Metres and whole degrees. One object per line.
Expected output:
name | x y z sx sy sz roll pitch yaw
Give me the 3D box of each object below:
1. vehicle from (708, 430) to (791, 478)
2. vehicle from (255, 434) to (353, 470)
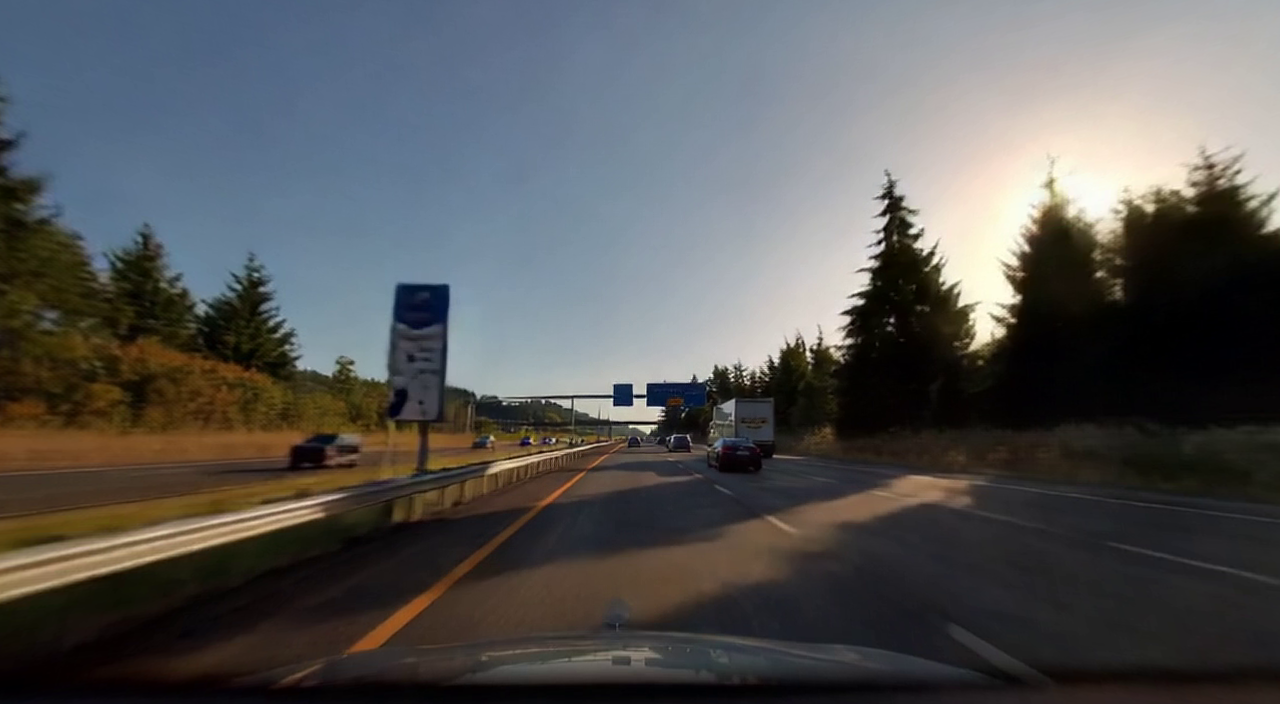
vehicle | 3.766 3.593 22.614 1.986 1.501 4.529 0 -8 -2
vehicle | -15.438 4.601 29.287 1.876 1.505 4.819 0 -8 0
